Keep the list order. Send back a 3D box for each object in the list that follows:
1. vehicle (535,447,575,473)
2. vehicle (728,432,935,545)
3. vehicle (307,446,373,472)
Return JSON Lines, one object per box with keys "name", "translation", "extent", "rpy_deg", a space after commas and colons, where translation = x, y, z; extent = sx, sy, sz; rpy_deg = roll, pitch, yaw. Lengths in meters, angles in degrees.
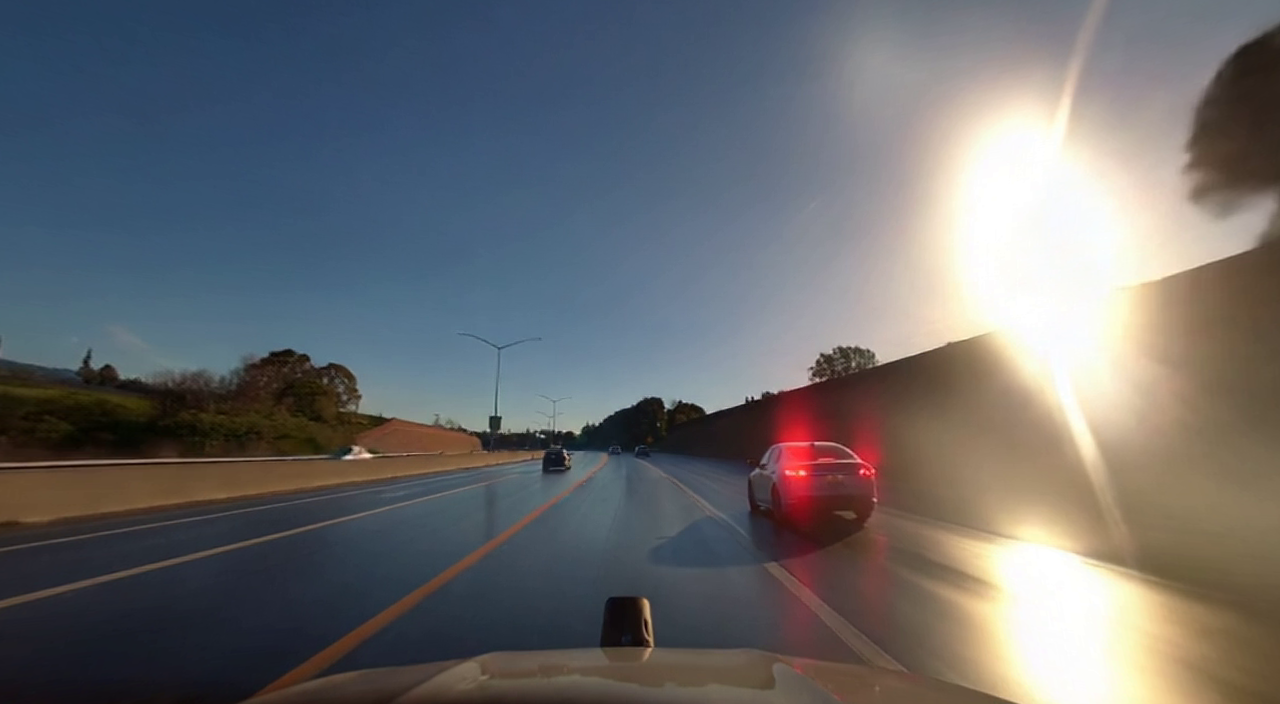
{"name": "vehicle", "translation": [-5.201, 6.671, 39.154], "extent": [2.014, 1.481, 4.156], "rpy_deg": [0, -8, -2]}
{"name": "vehicle", "translation": [2.948, 2.209, 11.022], "extent": [2.030, 1.490, 4.737], "rpy_deg": [0, -8, -1]}
{"name": "vehicle", "translation": [-18.449, 6.587, 39.054], "extent": [1.907, 1.481, 4.498], "rpy_deg": [-1, -8, 0]}
